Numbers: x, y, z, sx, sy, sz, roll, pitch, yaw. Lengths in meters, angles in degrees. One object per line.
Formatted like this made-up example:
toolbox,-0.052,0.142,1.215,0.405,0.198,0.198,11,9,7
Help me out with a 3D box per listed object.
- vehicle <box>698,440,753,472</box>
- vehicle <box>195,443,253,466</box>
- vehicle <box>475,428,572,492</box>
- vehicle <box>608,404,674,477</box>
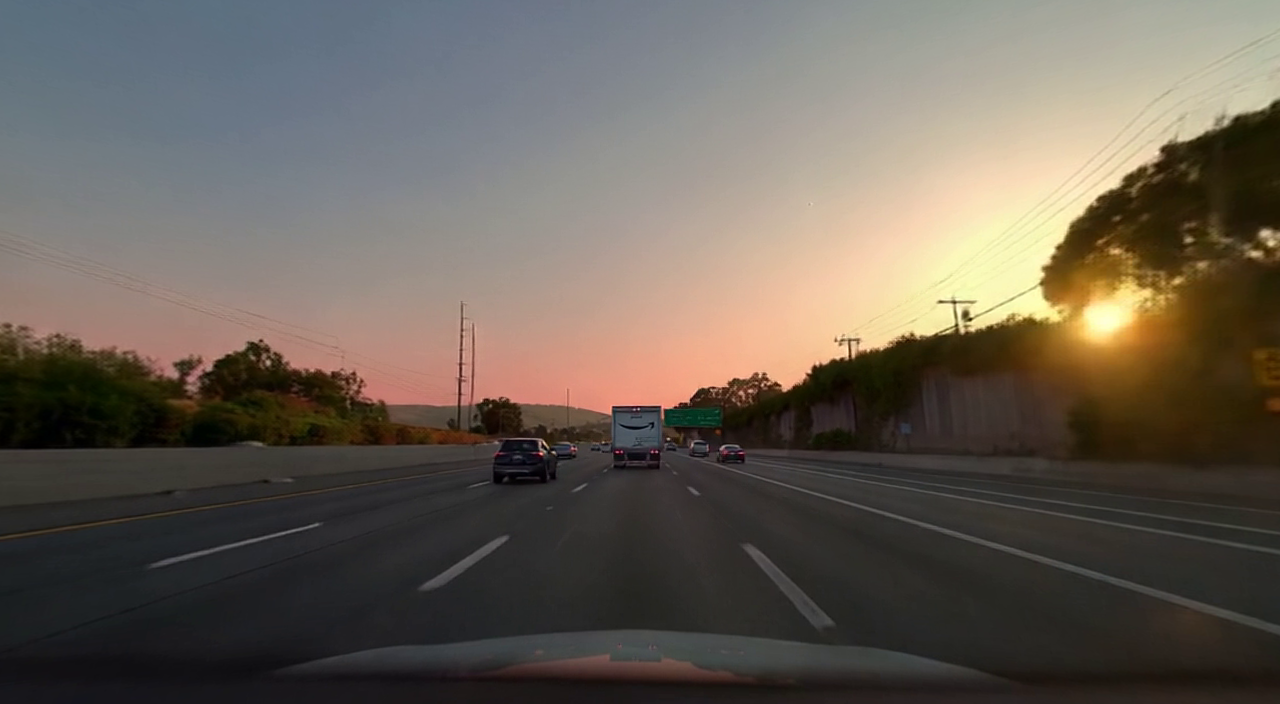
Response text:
vehicle,4.228,5.241,31.885,1.970,1.499,4.491,1,-9,-2
vehicle,-29.229,7.179,44.340,1.592,1.450,3.673,-2,-7,0
vehicle,-3.384,3.244,19.201,2.095,1.688,4.188,0,-9,1
vehicle,0.036,3.768,26.663,2.456,2.705,6.251,0,-9,0
